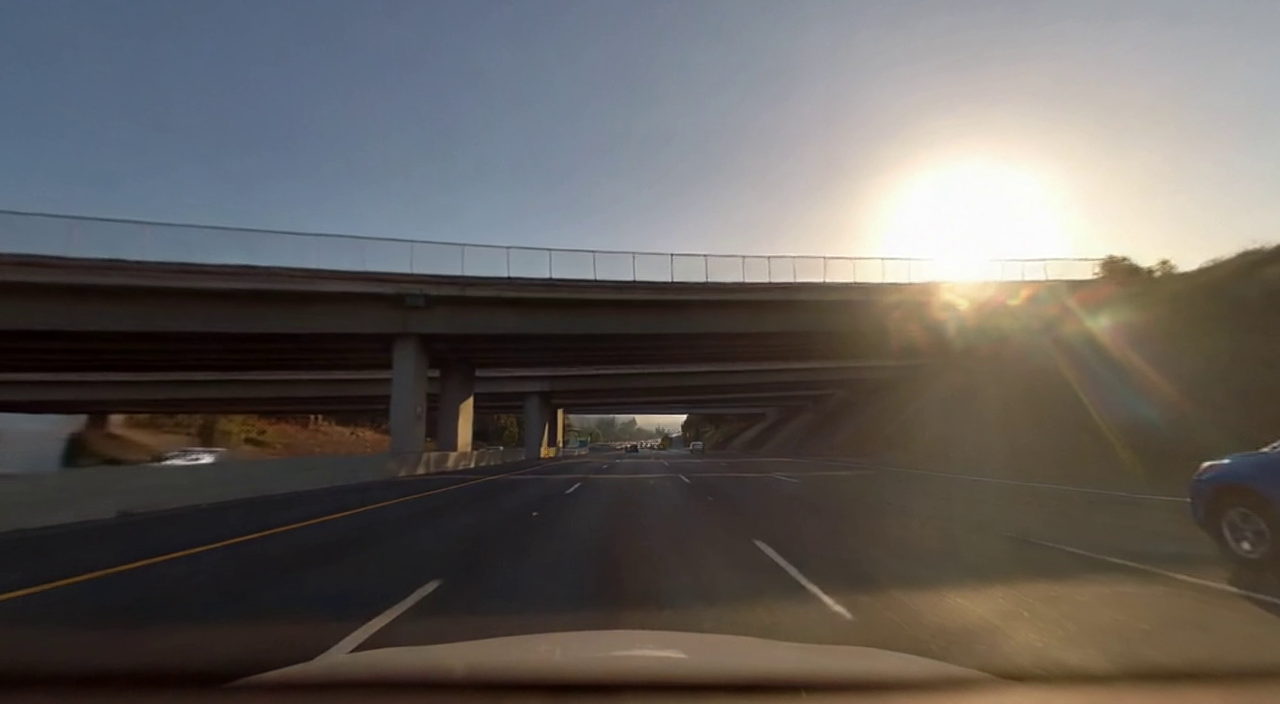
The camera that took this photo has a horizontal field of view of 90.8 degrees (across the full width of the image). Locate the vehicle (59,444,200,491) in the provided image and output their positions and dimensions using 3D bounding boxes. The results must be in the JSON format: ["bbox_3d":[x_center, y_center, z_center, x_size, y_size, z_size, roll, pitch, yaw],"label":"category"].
[{"bbox_3d":[-21.933,4.949,27.468,2.079,1.822,4.786,0,-8,0],"label":"vehicle"}]
